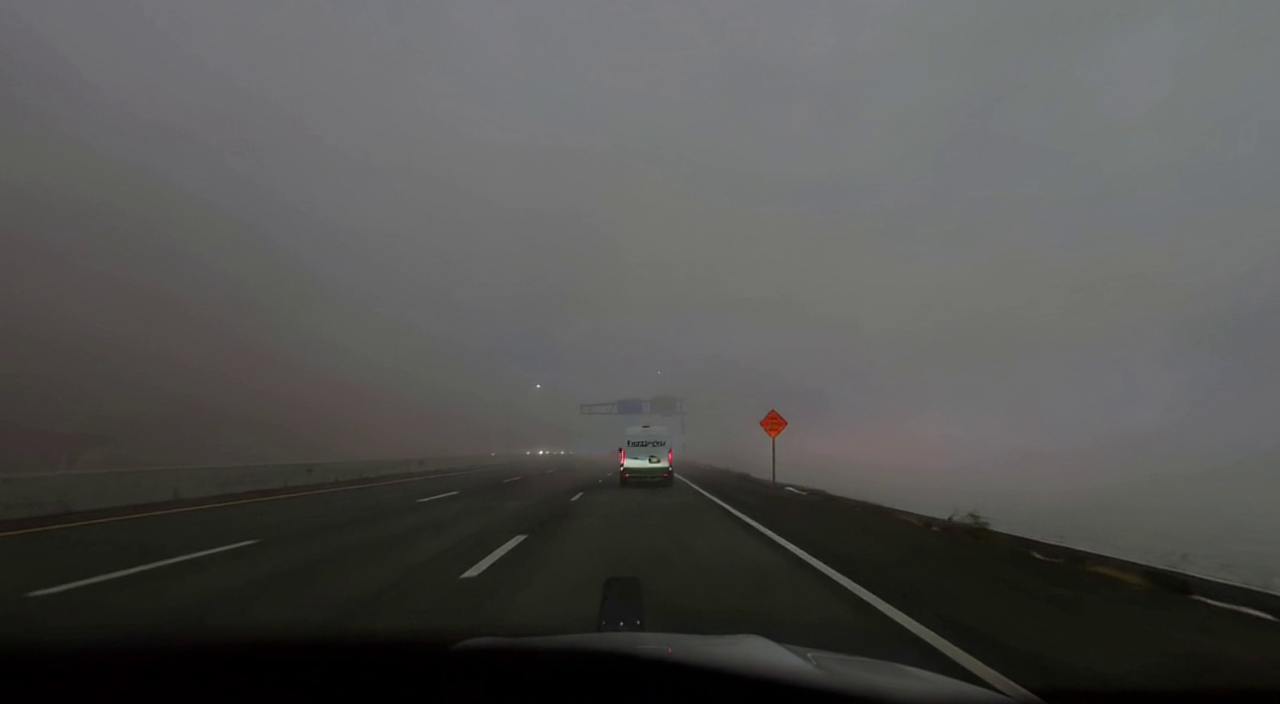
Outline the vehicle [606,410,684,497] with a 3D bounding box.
[{"bbox_3d":[0.065,3.437,21.568,2.332,2.558,5.314,0,-9,-2],"label":"vehicle"}]
